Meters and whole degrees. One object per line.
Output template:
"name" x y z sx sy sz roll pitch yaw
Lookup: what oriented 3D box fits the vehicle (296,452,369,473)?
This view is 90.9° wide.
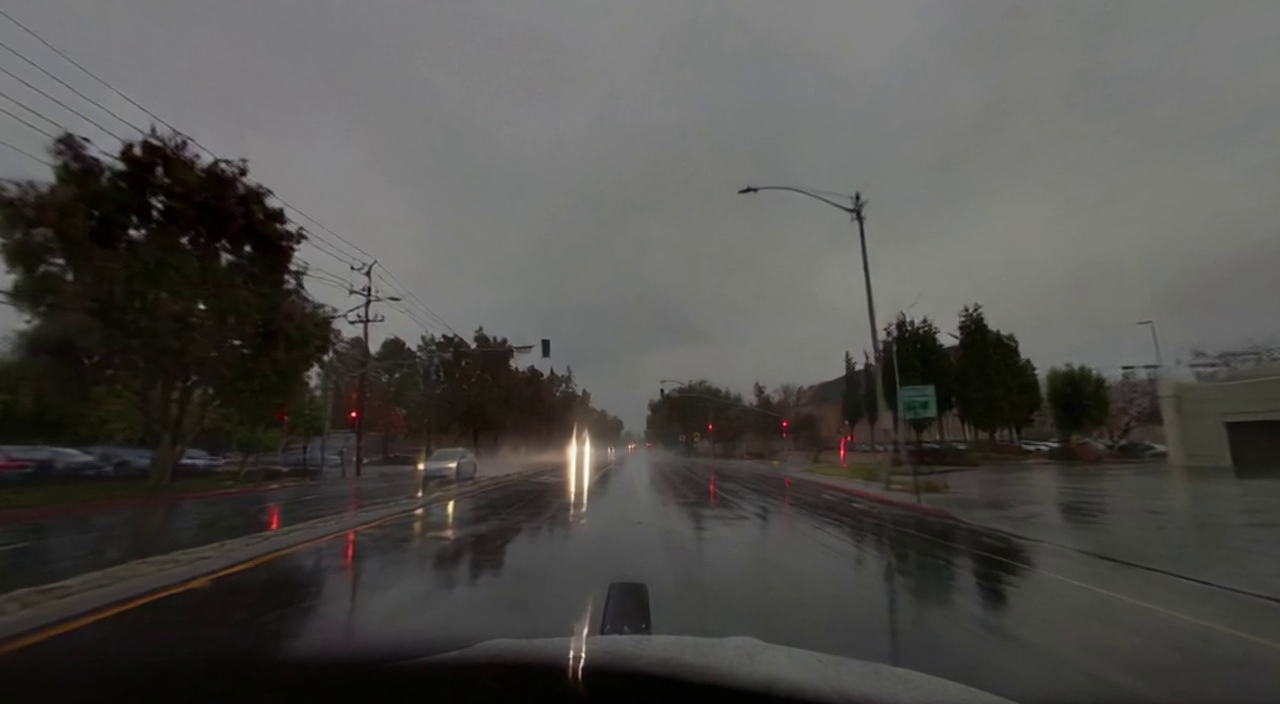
"vehicle" -22.708 8.151 46.490 5.038 1.435 2.074 -4 -10 26

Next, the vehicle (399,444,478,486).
"vehicle" -8.723 4.897 27.665 1.986 1.665 4.284 0 -9 1

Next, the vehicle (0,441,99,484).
"vehicle" -23.500 4.172 23.926 4.116 1.548 1.923 0 -9 1
